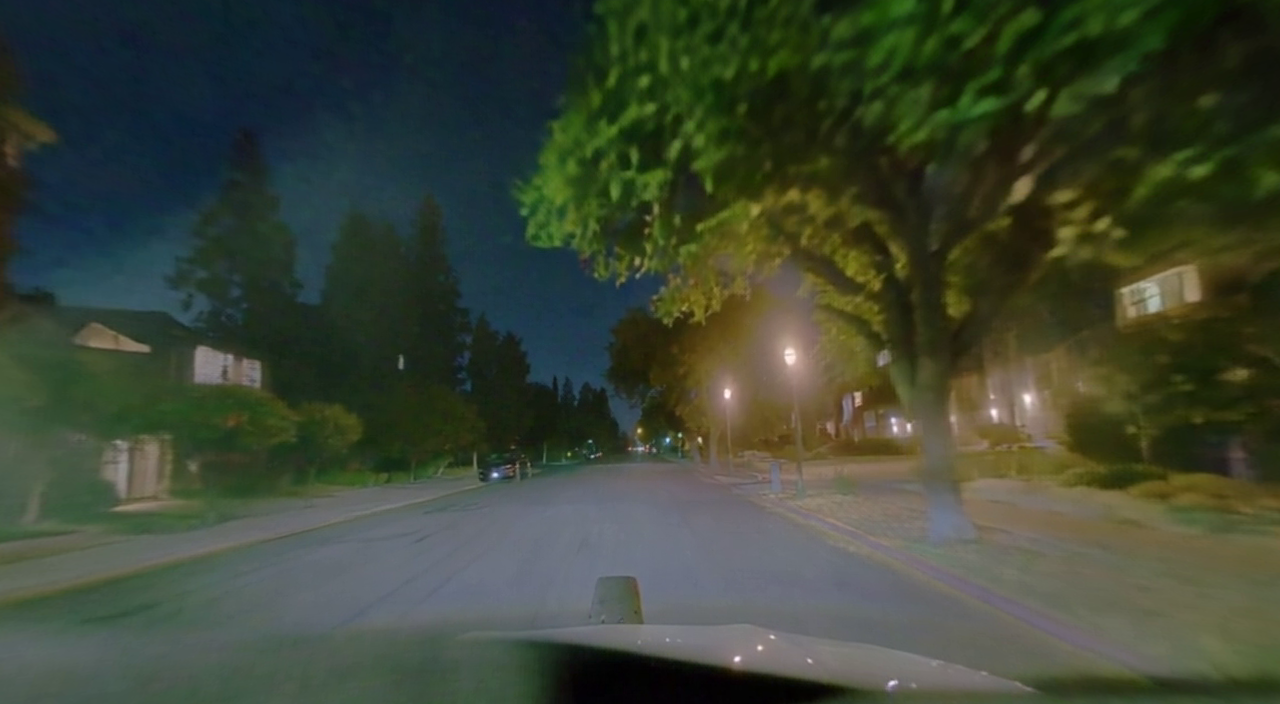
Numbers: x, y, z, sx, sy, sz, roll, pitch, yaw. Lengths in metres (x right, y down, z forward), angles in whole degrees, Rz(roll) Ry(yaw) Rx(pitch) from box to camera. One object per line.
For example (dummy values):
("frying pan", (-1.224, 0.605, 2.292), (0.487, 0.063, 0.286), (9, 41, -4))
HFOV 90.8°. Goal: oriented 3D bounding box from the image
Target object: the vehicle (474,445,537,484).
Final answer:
("vehicle", (-6.590, 5.558, 31.570), (2.078, 1.745, 5.119), (0, -9, -1))
